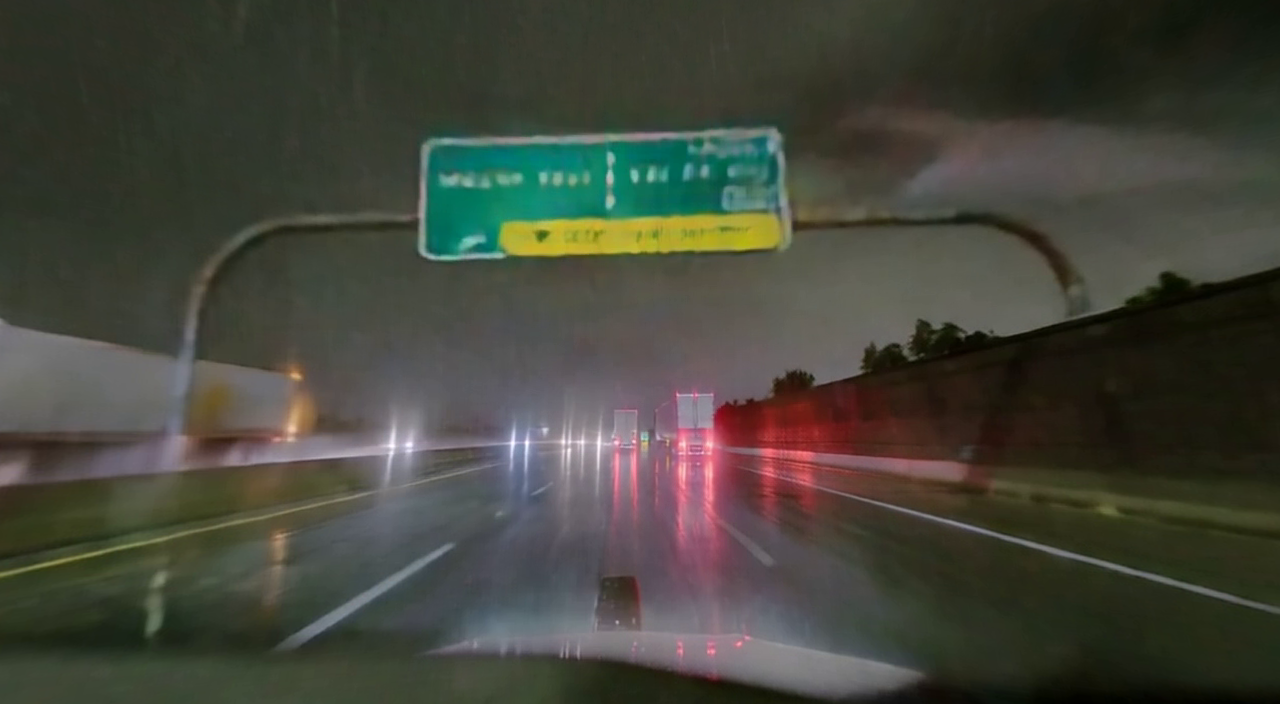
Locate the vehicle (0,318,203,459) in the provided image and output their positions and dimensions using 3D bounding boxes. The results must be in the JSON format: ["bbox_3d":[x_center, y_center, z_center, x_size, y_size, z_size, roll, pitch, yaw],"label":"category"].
[{"bbox_3d":[-20.665,1.537,22.003,2.958,4.181,10.954,0,-8,-1],"label":"vehicle"}]

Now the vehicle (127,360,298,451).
[{"bbox_3d":[-20.789,2.866,31.483,2.835,3.939,8.023,0,-8,0],"label":"vehicle"}]

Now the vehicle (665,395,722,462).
[{"bbox_3d":[3.379,5.145,42.037,2.873,3.998,8.286,0,-8,-1],"label":"vehicle"}]
